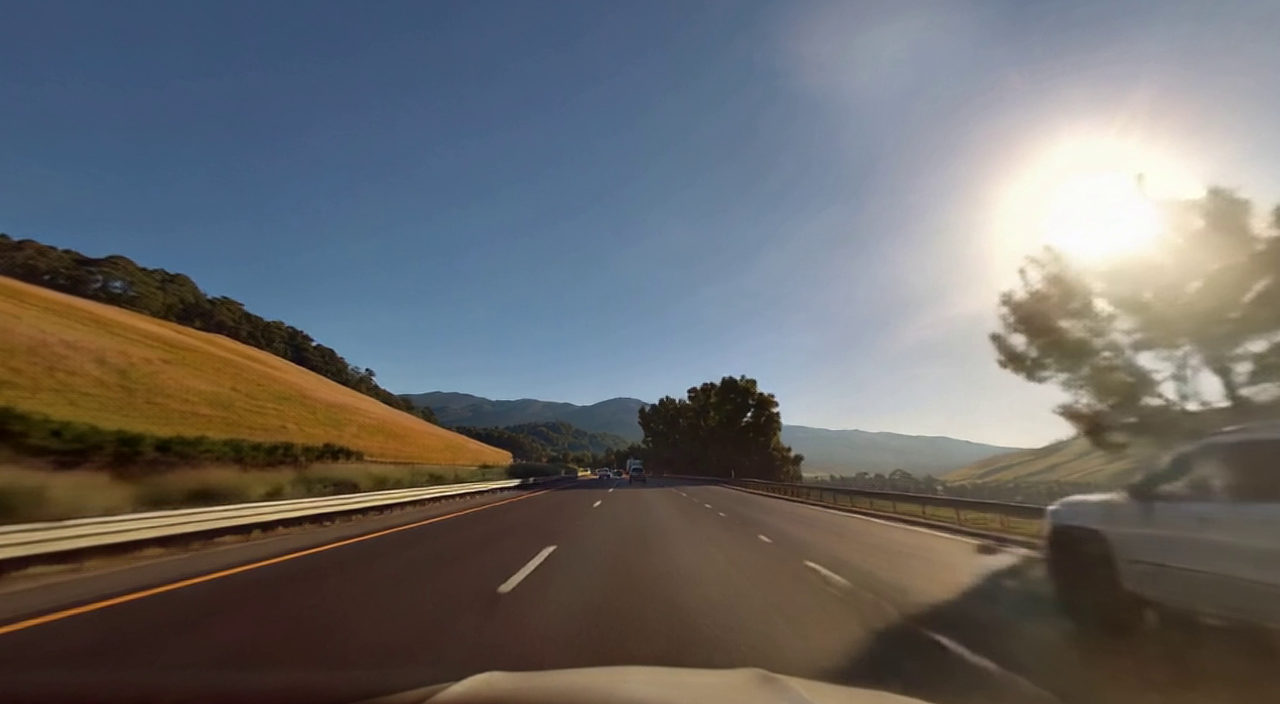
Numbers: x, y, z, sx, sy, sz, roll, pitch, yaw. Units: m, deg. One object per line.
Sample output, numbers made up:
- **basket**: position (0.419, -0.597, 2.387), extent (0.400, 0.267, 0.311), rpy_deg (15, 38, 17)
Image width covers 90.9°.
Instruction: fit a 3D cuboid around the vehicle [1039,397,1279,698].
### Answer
- **vehicle**: position (4.888, 1.144, 3.577), extent (2.089, 1.770, 4.571), rpy_deg (1, -11, -2)
